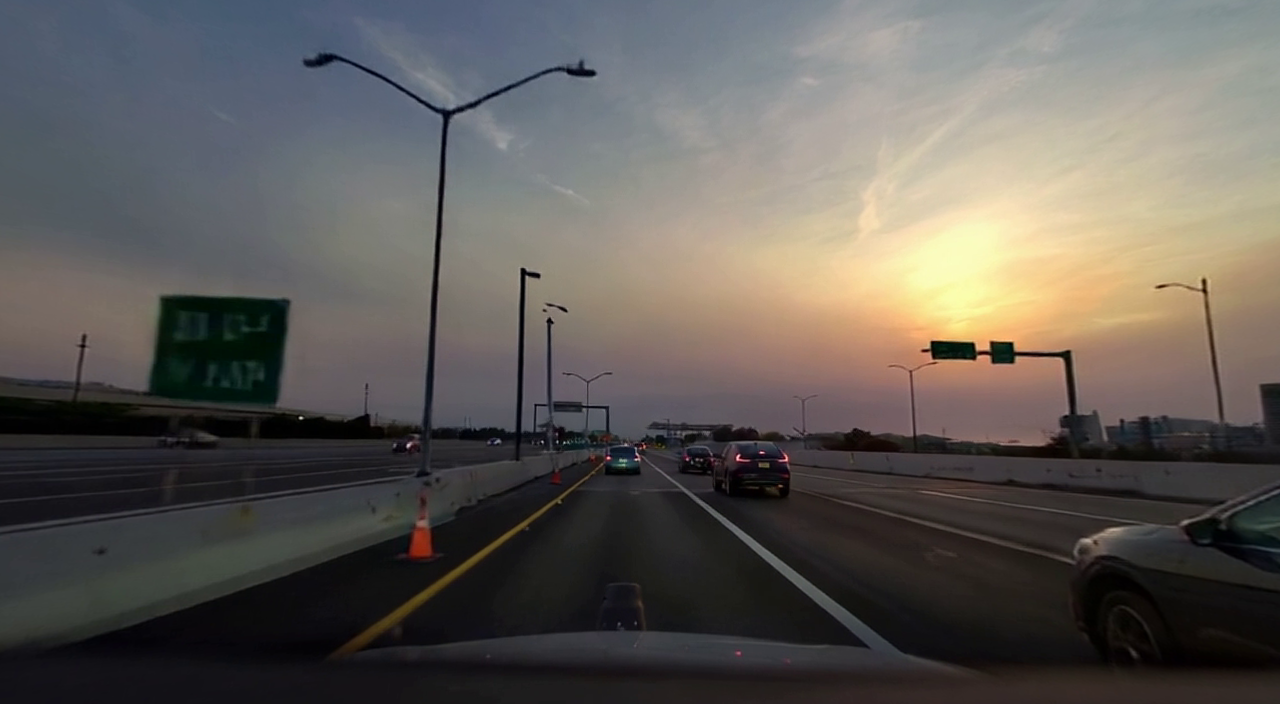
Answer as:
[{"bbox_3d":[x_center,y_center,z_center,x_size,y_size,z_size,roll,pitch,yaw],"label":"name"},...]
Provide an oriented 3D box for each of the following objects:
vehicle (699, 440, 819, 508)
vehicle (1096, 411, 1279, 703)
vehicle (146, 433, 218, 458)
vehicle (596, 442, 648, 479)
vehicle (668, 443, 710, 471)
[{"bbox_3d":[2.795,2.979,15.975,2.042,1.460,4.451,0,-9,-2],"label":"vehicle"},{"bbox_3d":[3.307,0.748,0.948,1.996,1.455,4.281,0,-9,-1],"label":"vehicle"},{"bbox_3d":[-32.199,6.592,44.583,1.865,1.651,4.323,0,-9,-1],"label":"vehicle"},{"bbox_3d":[-0.751,4.671,27.387,2.069,1.470,4.004,0,-9,-1],"label":"vehicle"},{"bbox_3d":[2.741,6.038,36.556,1.916,1.487,4.117,0,-9,-3],"label":"vehicle"}]
